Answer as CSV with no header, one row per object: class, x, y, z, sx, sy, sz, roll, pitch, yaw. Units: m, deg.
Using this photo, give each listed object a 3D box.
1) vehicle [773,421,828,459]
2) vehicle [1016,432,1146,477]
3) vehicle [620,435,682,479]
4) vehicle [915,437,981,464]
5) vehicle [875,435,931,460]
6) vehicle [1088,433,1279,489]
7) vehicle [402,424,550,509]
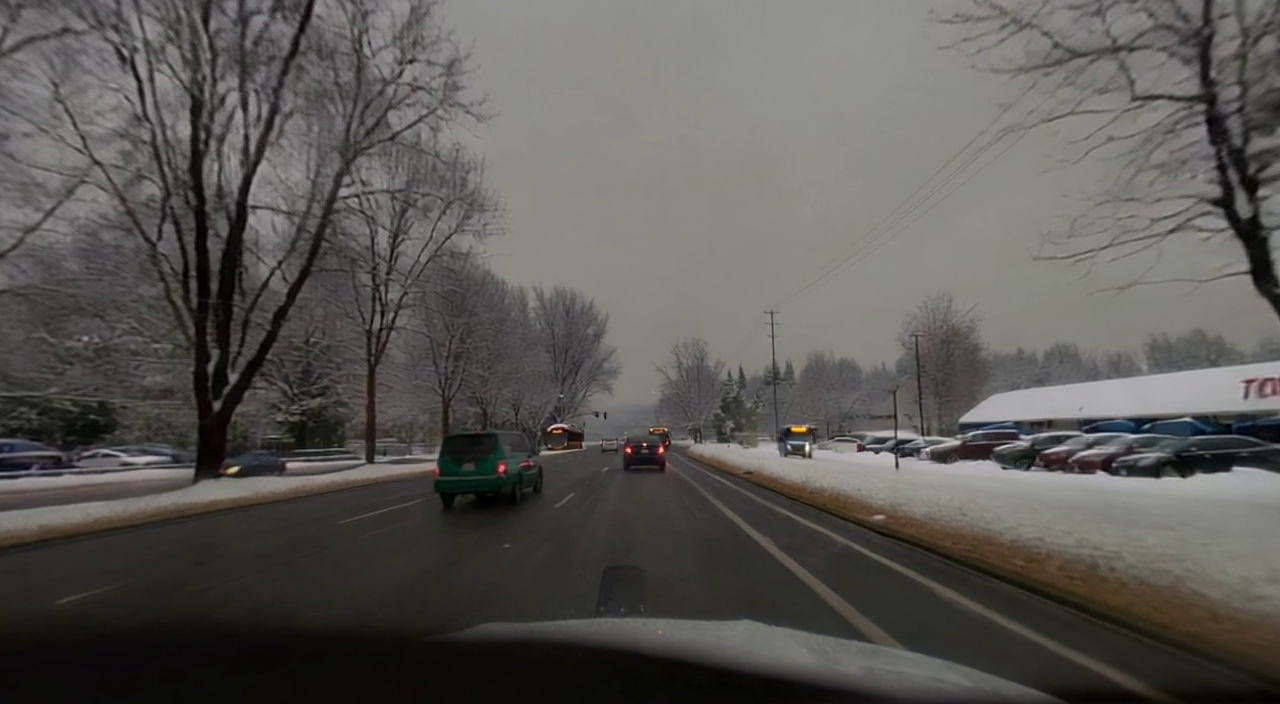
vehicle,12.290,6.849,48.944,2.754,2.711,6.196,0,-9,2
vehicle,18.710,4.365,27.091,1.965,1.749,4.838,0,-9,-2
vehicle,0.338,3.954,23.871,2.123,1.498,4.226,0,-9,-1
vehicle,18.794,6.026,38.675,1.826,1.532,4.290,0,-9,-1
vehicle,18.673,6.793,44.997,1.841,1.680,4.842,0,-9,-1
vehicle,18.767,3.702,21.809,2.229,1.661,5.991,0,-9,1
vehicle,-3.529,2.571,14.533,2.148,1.636,4.199,0,-9,2
